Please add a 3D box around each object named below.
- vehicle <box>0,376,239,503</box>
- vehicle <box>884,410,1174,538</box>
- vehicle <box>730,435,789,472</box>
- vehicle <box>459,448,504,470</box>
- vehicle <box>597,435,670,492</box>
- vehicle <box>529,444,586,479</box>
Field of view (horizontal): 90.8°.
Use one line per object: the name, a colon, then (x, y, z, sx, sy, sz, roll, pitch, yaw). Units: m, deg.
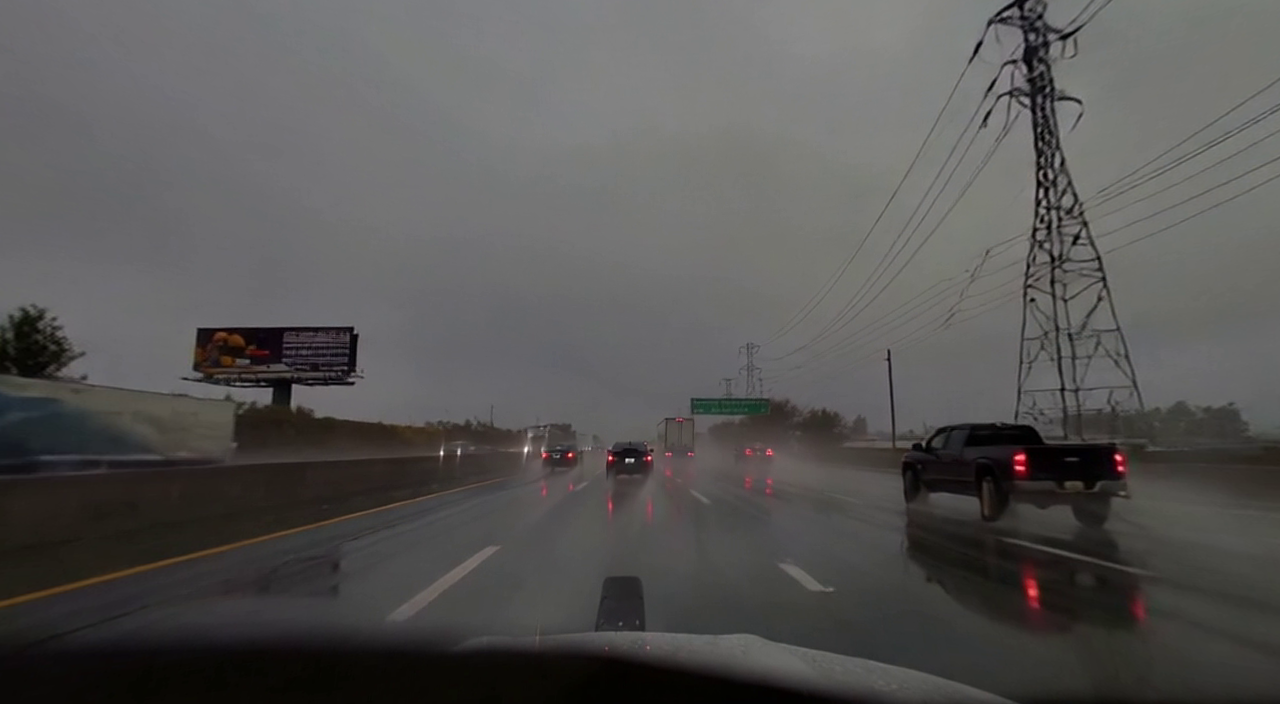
vehicle: (-20.513, 3.322, 23.411, 2.868, 3.748, 12.679, 0, -9, 0)
vehicle: (6.757, 2.196, 11.970, 2.086, 1.862, 5.232, 0, -9, -1)
vehicle: (6.916, 5.969, 37.187, 2.302, 1.973, 5.502, 0, -9, -1)
vehicle: (-11.046, 7.478, 44.409, 1.877, 1.457, 4.546, 0, -9, 1)
vehicle: (-0.228, 3.669, 21.070, 2.191, 1.685, 4.015, 0, -9, -1)
vehicle: (-3.785, 5.106, 29.743, 2.025, 1.498, 4.675, 0, -9, 0)
